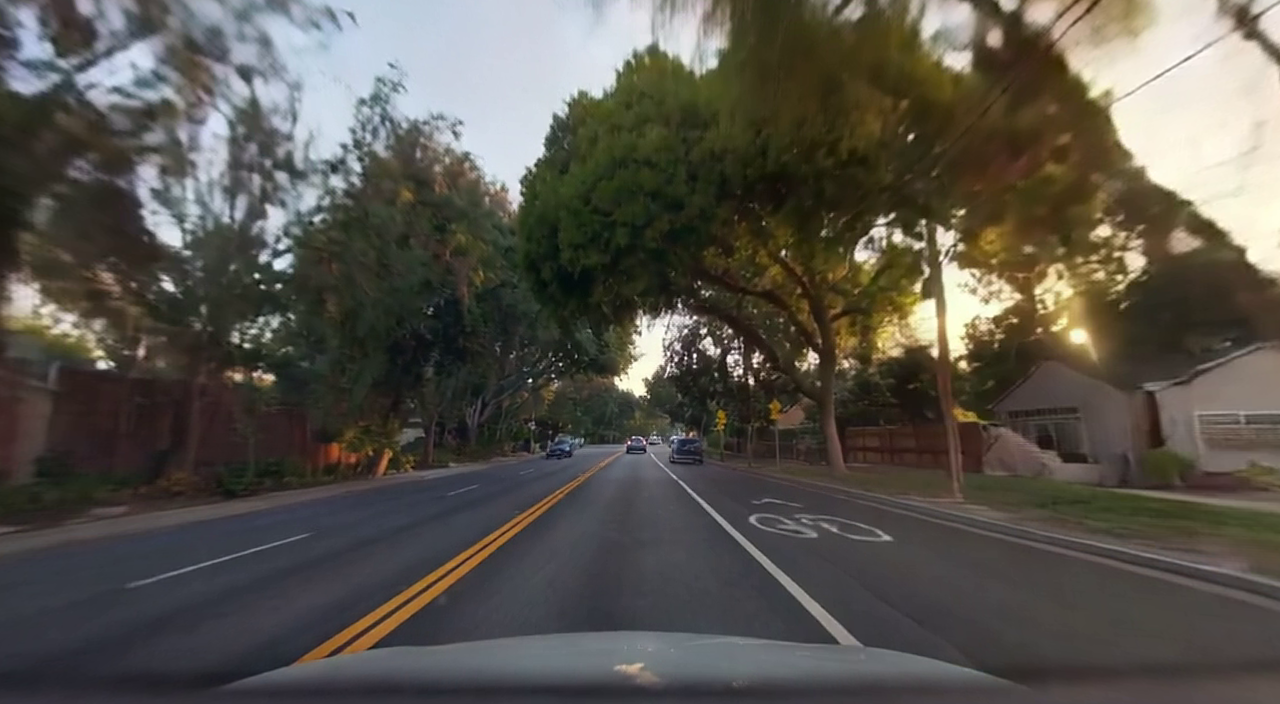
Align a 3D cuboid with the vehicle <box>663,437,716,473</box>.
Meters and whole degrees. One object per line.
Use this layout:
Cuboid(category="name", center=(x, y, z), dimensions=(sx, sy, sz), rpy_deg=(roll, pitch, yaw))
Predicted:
Cuboid(category="vehicle", center=(2.132, 4.592, 28.235), dimensions=(1.975, 1.497, 3.647), rpy_deg=(0, -8, -2))
